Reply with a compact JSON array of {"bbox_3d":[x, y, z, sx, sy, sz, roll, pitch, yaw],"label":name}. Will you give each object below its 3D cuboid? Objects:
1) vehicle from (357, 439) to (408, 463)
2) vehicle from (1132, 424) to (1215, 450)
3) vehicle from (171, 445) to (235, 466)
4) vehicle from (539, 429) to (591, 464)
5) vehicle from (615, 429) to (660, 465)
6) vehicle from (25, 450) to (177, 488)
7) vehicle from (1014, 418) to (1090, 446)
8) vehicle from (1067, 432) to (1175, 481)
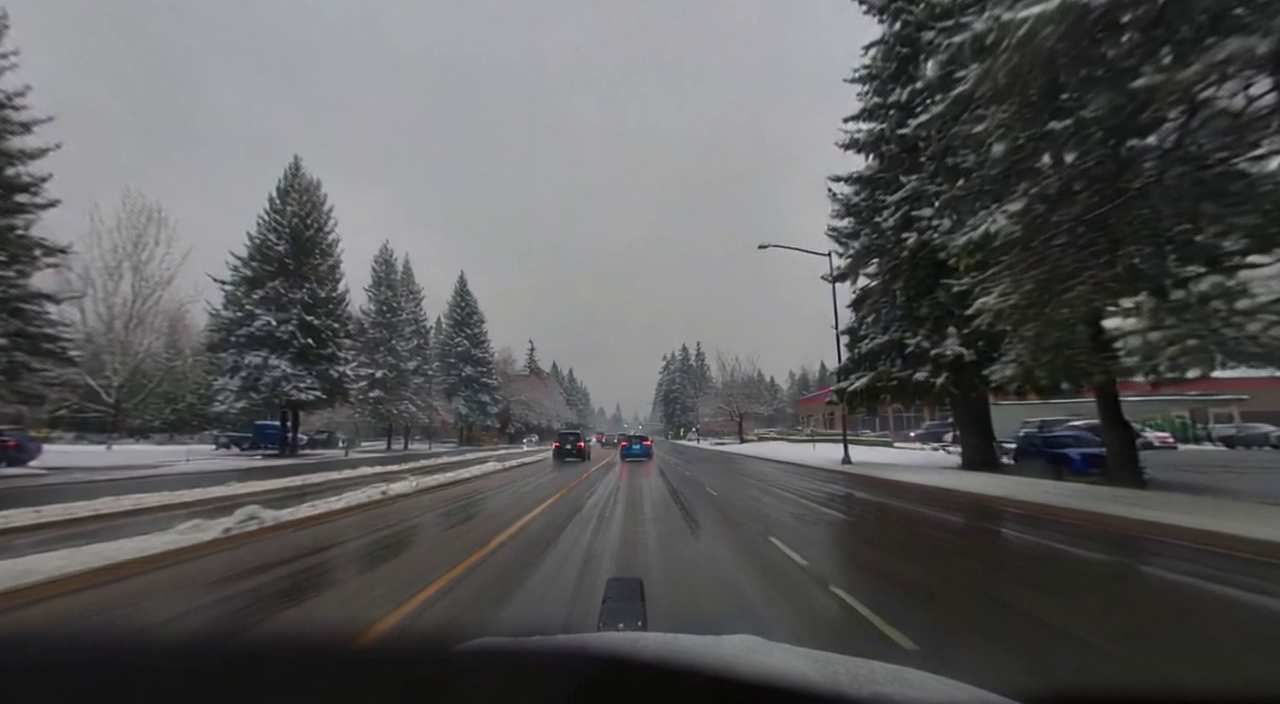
[{"bbox_3d":[-19.452,7.502,47.616,1.946,1.725,4.508,0,-8,-1],"label":"vehicle"},{"bbox_3d":[35.018,5.597,41.352,1.903,1.630,3.895,0,-8,-1],"label":"vehicle"},{"bbox_3d":[-34.100,8.082,49.015,3.654,1.375,1.779,-1,-6,0],"label":"vehicle"},{"bbox_3d":[-3.792,4.881,32.560,2.113,1.713,4.422,0,-8,1],"label":"vehicle"},{"bbox_3d":[-0.107,4.670,30.890,2.042,1.641,4.187,0,-8,0],"label":"vehicle"},{"bbox_3d":[-23.023,4.950,26.972,2.026,1.425,4.595,-7,-11,41],"label":"vehicle"},{"bbox_3d":[31.515,6.130,48.084,4.175,2.084,2.155,0,-9,1],"label":"vehicle"},{"bbox_3d":[14.826,3.164,19.285,3.703,1.353,1.993,8,-11,-43],"label":"vehicle"}]
